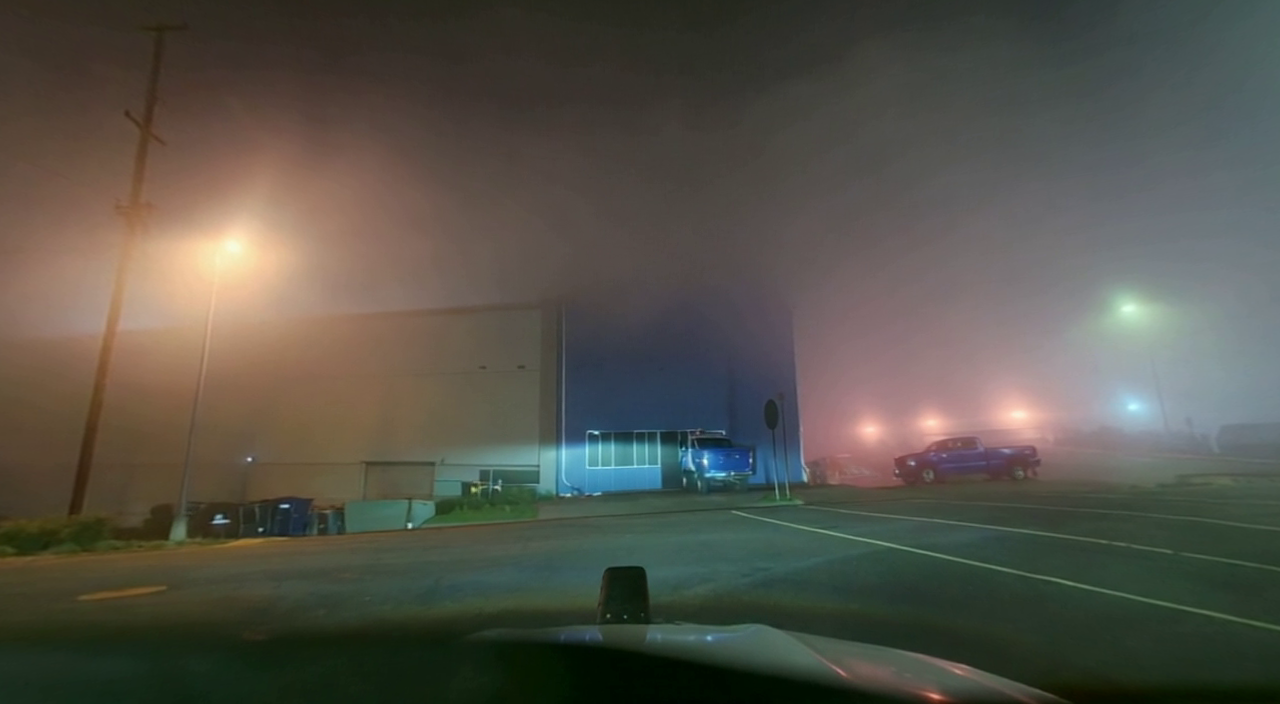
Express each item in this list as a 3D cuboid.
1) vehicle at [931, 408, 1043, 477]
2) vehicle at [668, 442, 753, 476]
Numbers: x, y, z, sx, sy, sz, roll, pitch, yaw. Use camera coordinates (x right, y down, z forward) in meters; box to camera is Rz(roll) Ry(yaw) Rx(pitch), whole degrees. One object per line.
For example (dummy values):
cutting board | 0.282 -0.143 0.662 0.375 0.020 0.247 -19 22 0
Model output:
vehicle | 17.250 4.684 31.849 2.298 3.004 6.271 -4 -11 5
vehicle | 4.566 7.014 41.309 5.207 2.103 1.997 0 -8 -5
